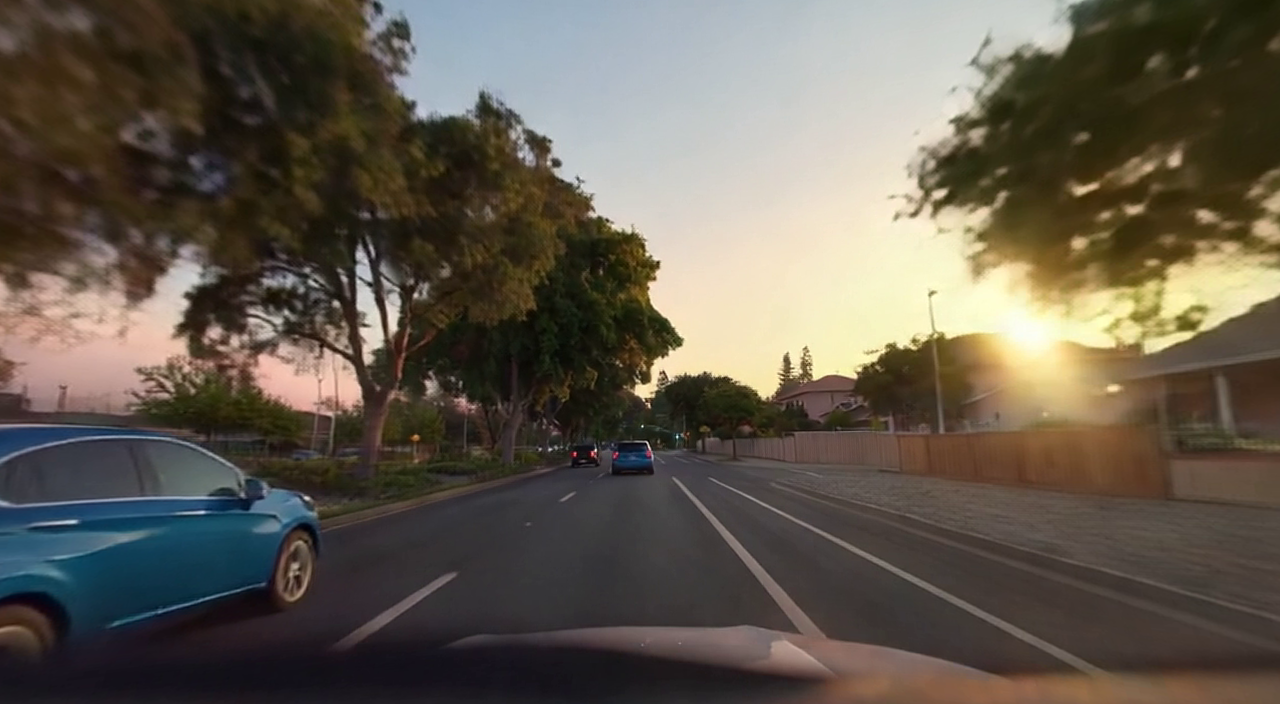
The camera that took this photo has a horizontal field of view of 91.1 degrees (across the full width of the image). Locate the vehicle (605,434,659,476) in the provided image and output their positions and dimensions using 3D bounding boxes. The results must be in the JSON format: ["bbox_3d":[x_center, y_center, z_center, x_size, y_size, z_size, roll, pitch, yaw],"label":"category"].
[{"bbox_3d":[-0.308,4.574,28.060,2.220,1.742,4.047,0,-8,1],"label":"vehicle"}]

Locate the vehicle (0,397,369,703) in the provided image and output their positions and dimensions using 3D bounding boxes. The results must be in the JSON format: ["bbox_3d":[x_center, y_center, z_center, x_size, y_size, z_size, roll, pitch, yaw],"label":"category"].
[{"bbox_3d":[-3.688,1.051,3.426,2.105,1.469,4.978,0,-8,1],"label":"vehicle"}]

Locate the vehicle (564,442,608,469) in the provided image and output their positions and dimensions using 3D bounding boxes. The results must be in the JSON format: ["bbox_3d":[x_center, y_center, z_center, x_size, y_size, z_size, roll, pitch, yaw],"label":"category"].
[{"bbox_3d":[-3.035,5.920,36.139,2.032,1.433,4.458,0,-8,1],"label":"vehicle"}]
